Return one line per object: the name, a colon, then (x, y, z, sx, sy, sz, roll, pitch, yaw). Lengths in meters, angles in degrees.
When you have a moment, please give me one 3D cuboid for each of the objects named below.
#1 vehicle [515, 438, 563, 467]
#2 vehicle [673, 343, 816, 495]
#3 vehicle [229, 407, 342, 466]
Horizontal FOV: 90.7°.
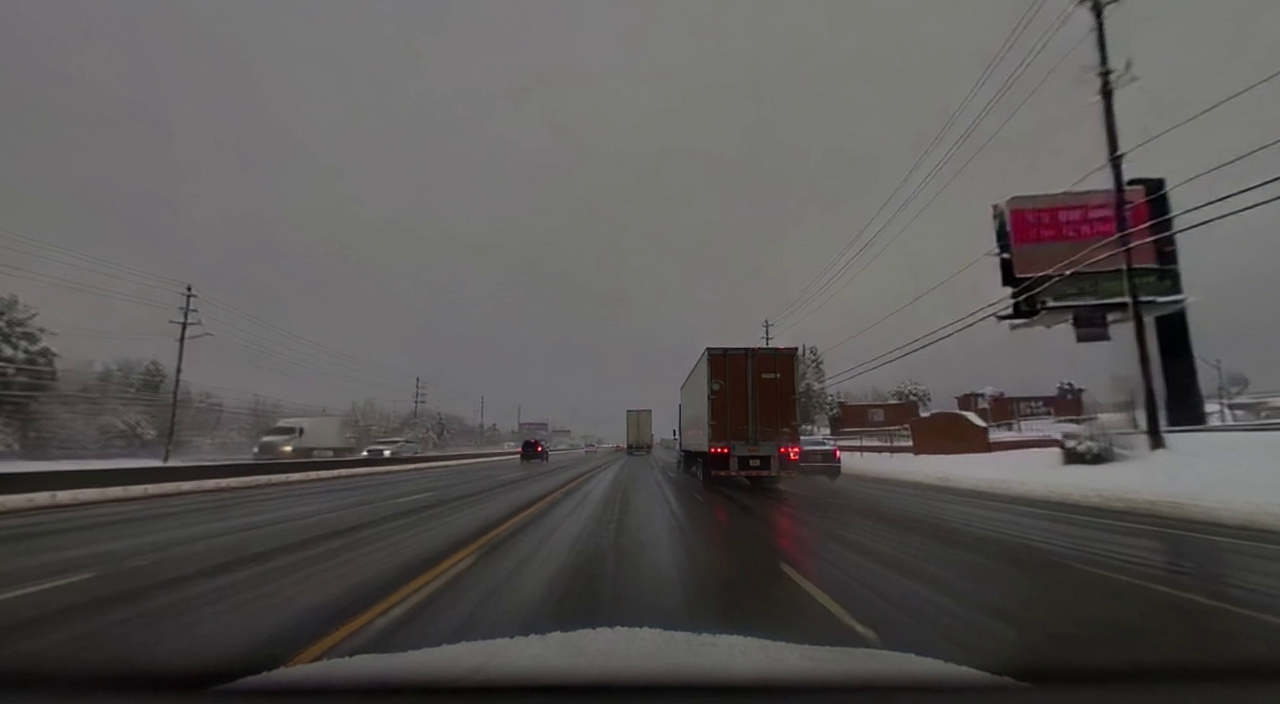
vehicle: (-7.191, 7.276, 45.844, 2.425, 1.917, 5.647, 0, -9, 2)
vehicle: (3.274, 3.059, 25.692, 2.892, 4.152, 16.575, 0, -9, 0)
vehicle: (-24.720, 6.040, 44.750, 3.057, 3.802, 8.100, 0, -9, 1)
